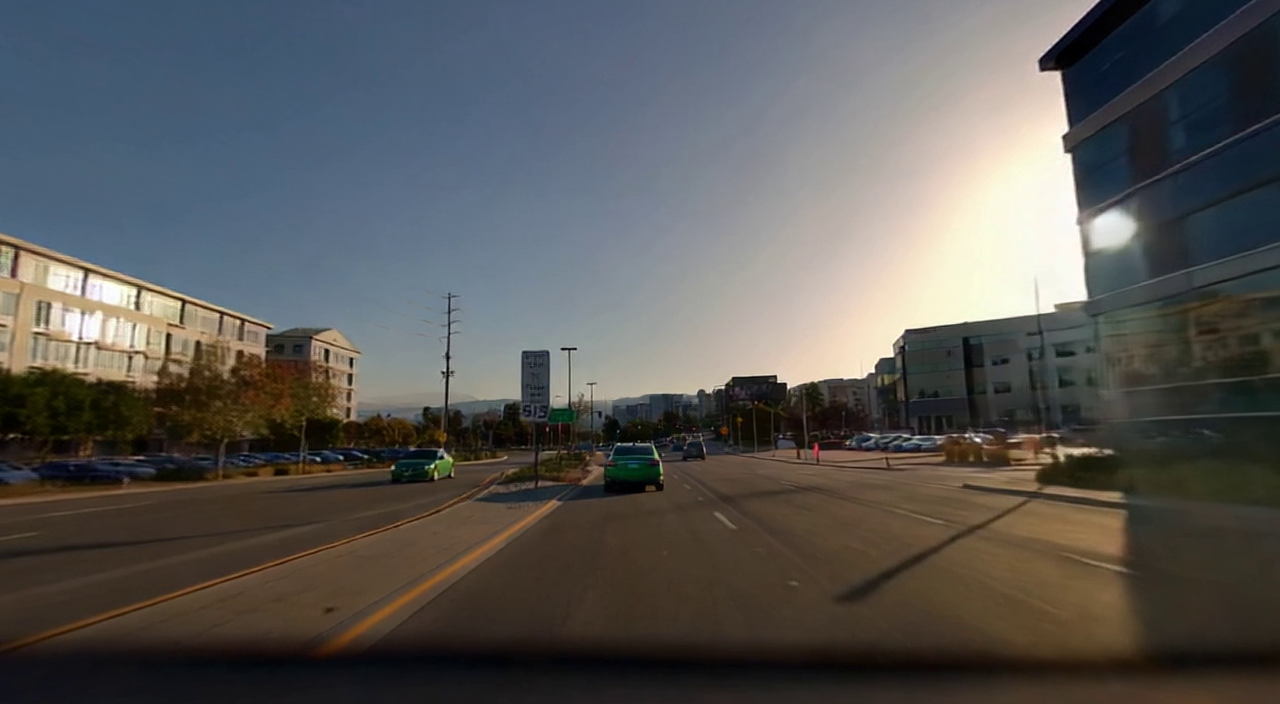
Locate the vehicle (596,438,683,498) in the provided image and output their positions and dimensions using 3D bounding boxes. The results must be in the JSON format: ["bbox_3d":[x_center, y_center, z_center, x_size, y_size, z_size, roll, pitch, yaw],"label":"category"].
[{"bbox_3d":[-0.048,3.168,17.590,2.126,1.475,3.967,0,-8,-1],"label":"vehicle"}]

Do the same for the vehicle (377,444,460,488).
[{"bbox_3d":[-9.137,4.680,26.371,1.903,1.476,4.395,-5,-8,-1],"label":"vehicle"}]
